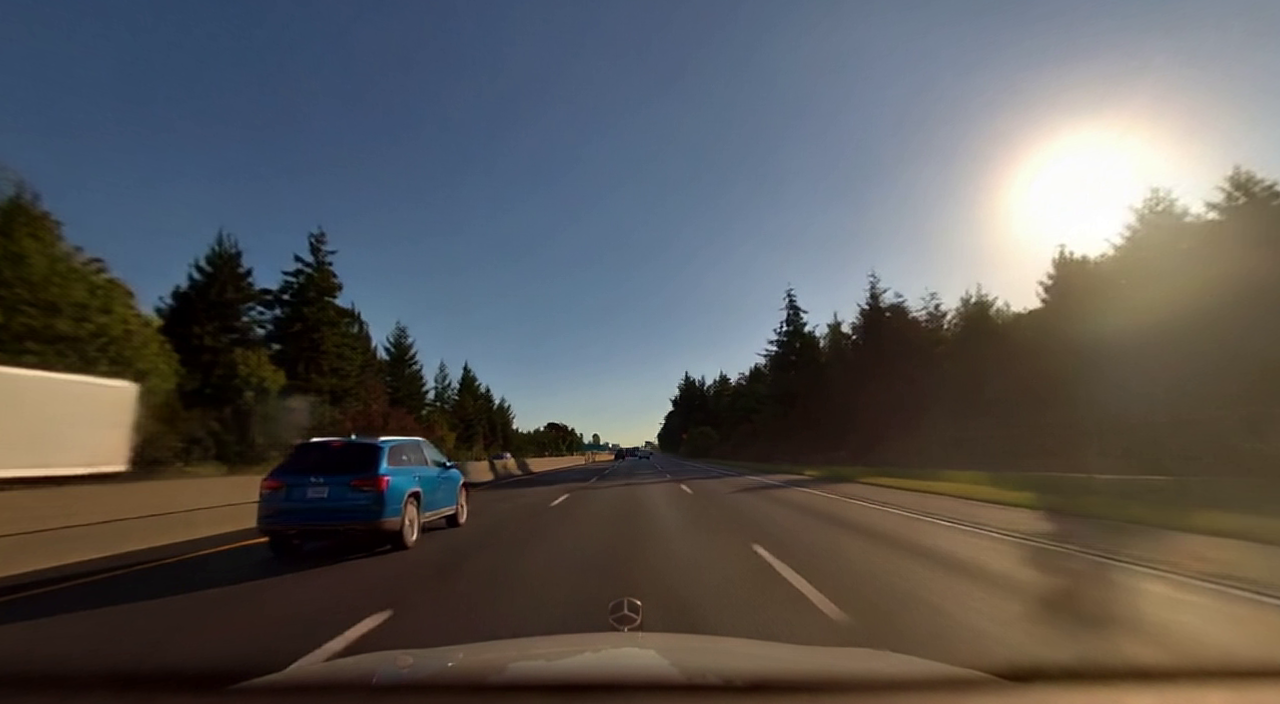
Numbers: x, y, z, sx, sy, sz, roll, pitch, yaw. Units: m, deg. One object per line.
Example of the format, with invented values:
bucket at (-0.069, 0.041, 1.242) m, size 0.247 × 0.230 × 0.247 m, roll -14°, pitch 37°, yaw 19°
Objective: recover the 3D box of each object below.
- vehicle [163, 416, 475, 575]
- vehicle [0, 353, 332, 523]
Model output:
vehicle at (-4.132, 1.923, 9.287) m, size 2.110 × 1.727 × 4.607 m, roll 0°, pitch -9°, yaw 1°
vehicle at (-12.900, 2.500, 17.976) m, size 2.933 × 3.457 × 10.136 m, roll 0°, pitch -9°, yaw 1°
